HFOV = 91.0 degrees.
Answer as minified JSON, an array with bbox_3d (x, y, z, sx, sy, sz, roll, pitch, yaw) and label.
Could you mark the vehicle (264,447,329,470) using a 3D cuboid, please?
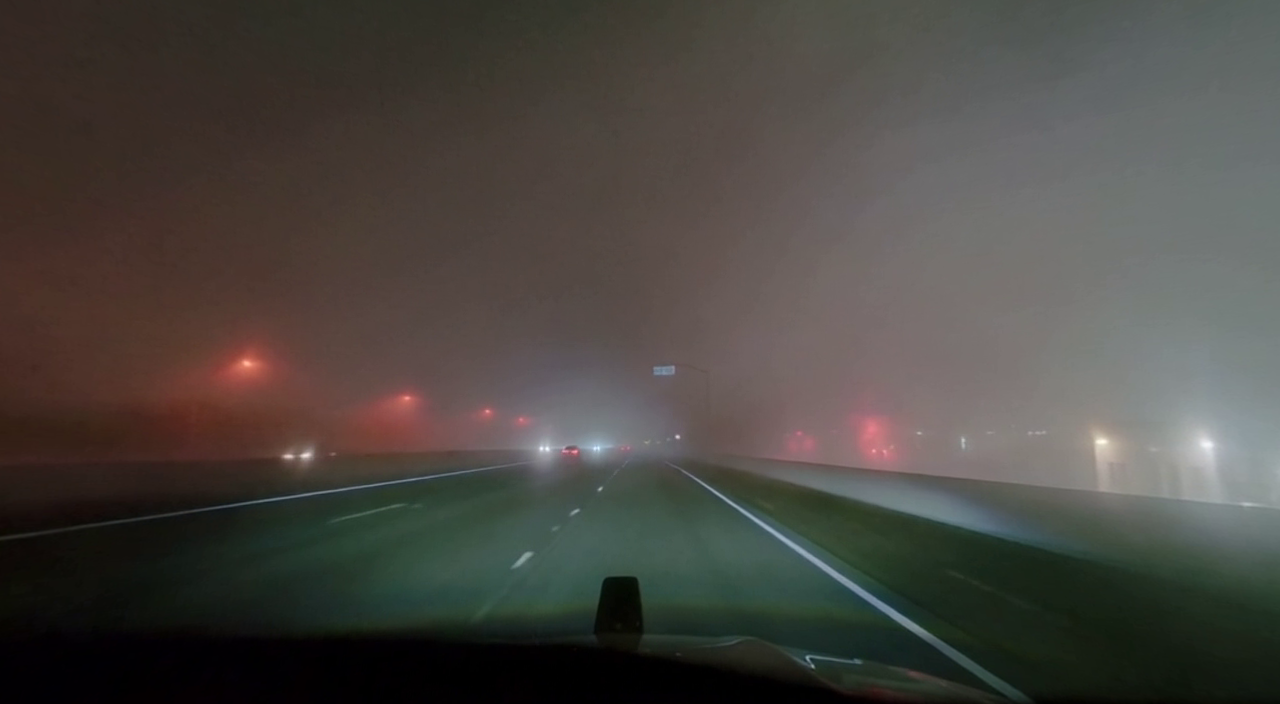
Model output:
[{"bbox_3d":[-23.848,7.400,43.902,1.878,1.498,4.496,0,-9,1],"label":"vehicle"}]
